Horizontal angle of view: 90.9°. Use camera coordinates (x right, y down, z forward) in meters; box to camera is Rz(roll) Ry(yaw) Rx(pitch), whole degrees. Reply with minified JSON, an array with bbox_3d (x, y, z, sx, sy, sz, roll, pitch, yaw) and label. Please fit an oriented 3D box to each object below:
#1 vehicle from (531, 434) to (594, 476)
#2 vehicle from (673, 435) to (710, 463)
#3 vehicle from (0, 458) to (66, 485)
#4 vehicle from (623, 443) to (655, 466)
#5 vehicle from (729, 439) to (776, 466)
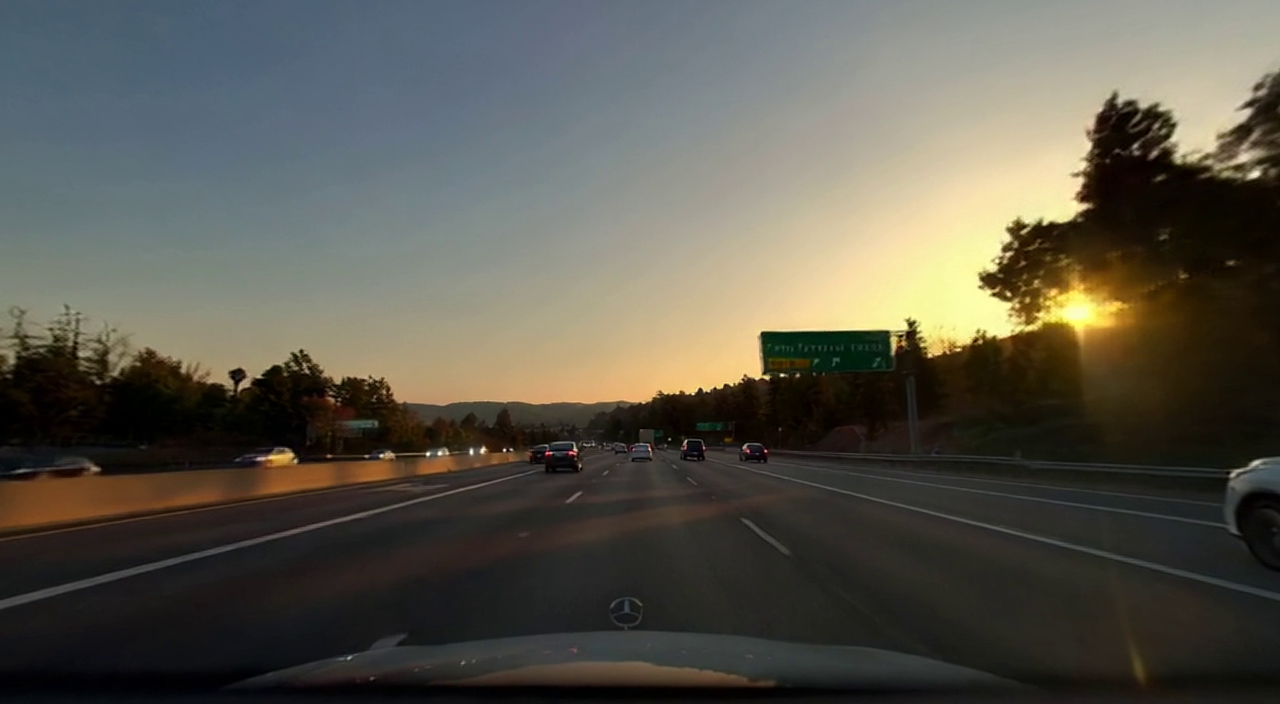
[{"bbox_3d":[-3.435,4.669,28.832,2.118,1.750,4.875,-1,-8,2],"label":"vehicle"},{"bbox_3d":[3.849,7.433,48.295,2.348,1.991,5.460,0,-8,0],"label":"vehicle"},{"bbox_3d":[-36.980,7.045,37.327,1.826,1.459,4.329,0,-8,1],"label":"vehicle"},{"bbox_3d":[-0.045,6.790,41.966,2.050,1.452,3.917,0,-8,1],"label":"vehicle"},{"bbox_3d":[7.380,6.622,41.860,2.196,1.659,4.451,0,-8,-1],"label":"vehicle"}]
